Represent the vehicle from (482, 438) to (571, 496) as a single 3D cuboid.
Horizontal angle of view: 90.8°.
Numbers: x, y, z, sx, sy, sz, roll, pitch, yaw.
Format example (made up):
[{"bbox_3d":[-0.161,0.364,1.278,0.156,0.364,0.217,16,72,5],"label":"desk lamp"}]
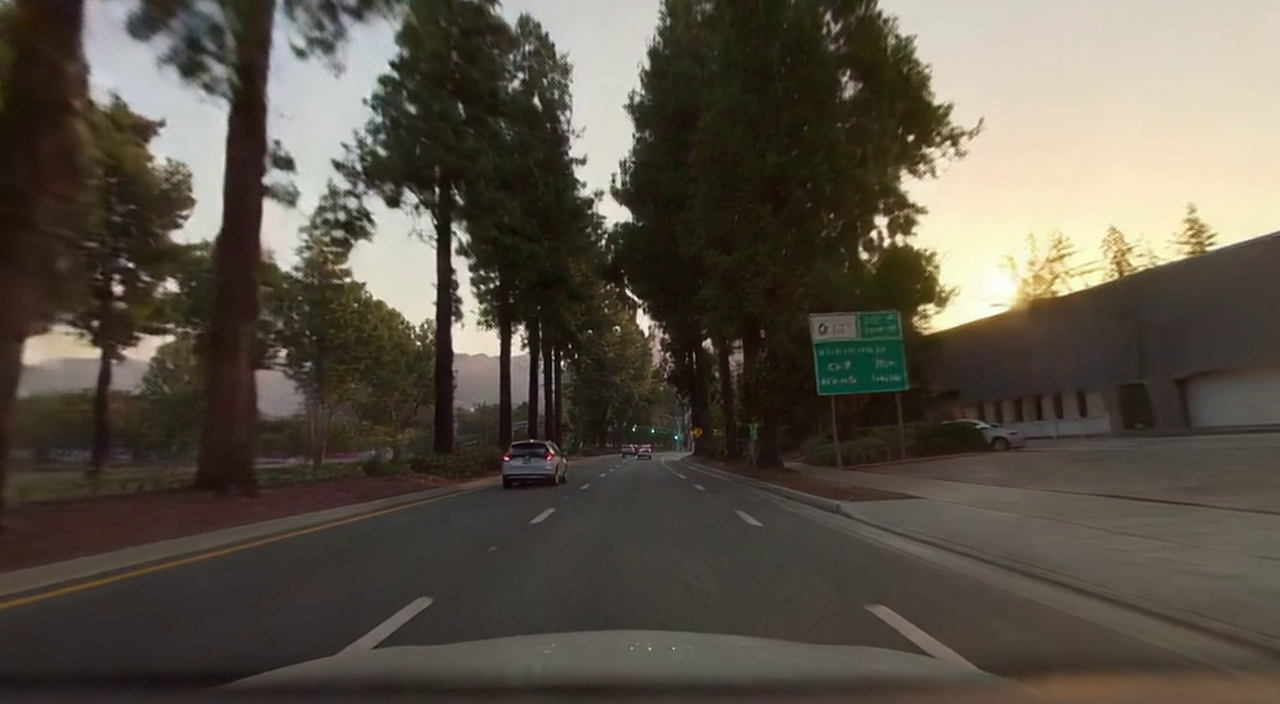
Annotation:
[{"bbox_3d":[-3.379,3.503,19.663,1.942,1.588,4.172,0,-9,1],"label":"vehicle"}]
